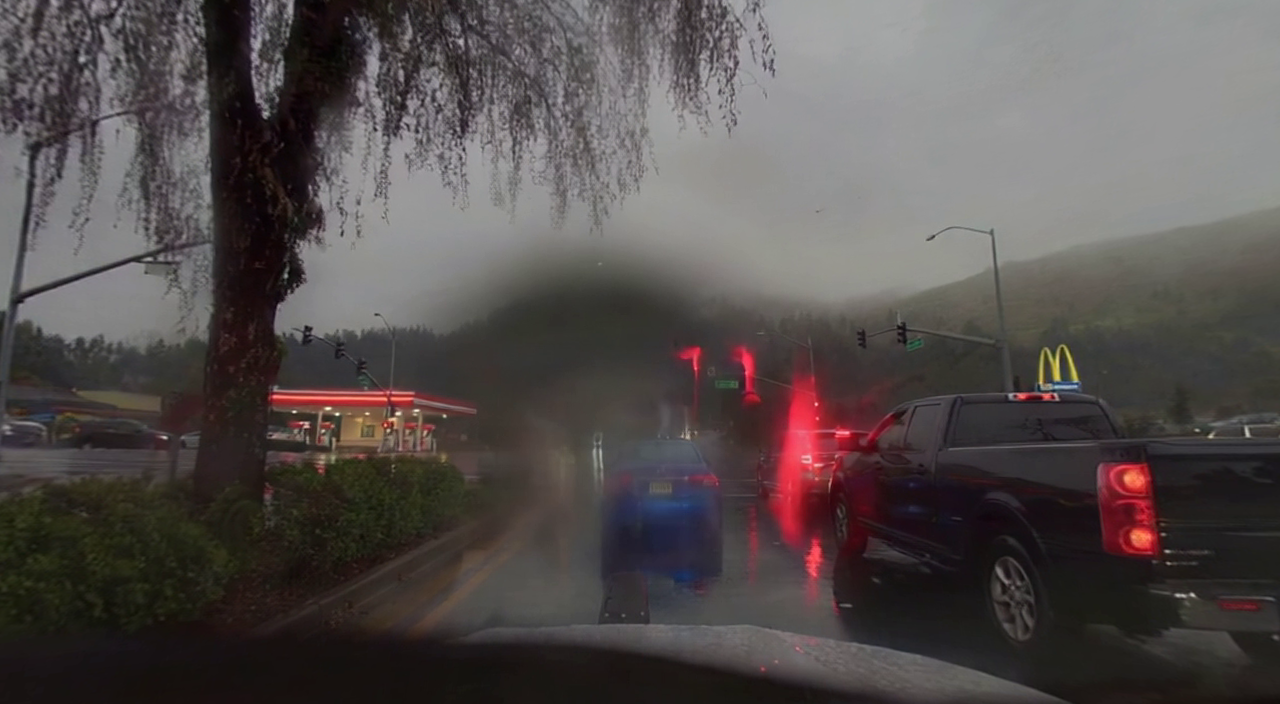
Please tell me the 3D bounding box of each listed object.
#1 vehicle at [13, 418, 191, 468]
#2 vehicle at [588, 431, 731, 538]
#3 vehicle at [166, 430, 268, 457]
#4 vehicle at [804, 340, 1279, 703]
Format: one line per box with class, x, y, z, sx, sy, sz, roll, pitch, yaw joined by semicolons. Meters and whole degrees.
vehicle;-19.682;3.361;23.229;4.742;1.720;2.107;-1;-8;5
vehicle;0.269;2.174;10.954;2.027;1.494;3.824;0;-8;0
vehicle;-23.094;5.034;34.511;4.326;1.420;1.798;-1;-8;4
vehicle;3.539;1.313;6.108;2.277;1.871;6.143;0;-8;0
